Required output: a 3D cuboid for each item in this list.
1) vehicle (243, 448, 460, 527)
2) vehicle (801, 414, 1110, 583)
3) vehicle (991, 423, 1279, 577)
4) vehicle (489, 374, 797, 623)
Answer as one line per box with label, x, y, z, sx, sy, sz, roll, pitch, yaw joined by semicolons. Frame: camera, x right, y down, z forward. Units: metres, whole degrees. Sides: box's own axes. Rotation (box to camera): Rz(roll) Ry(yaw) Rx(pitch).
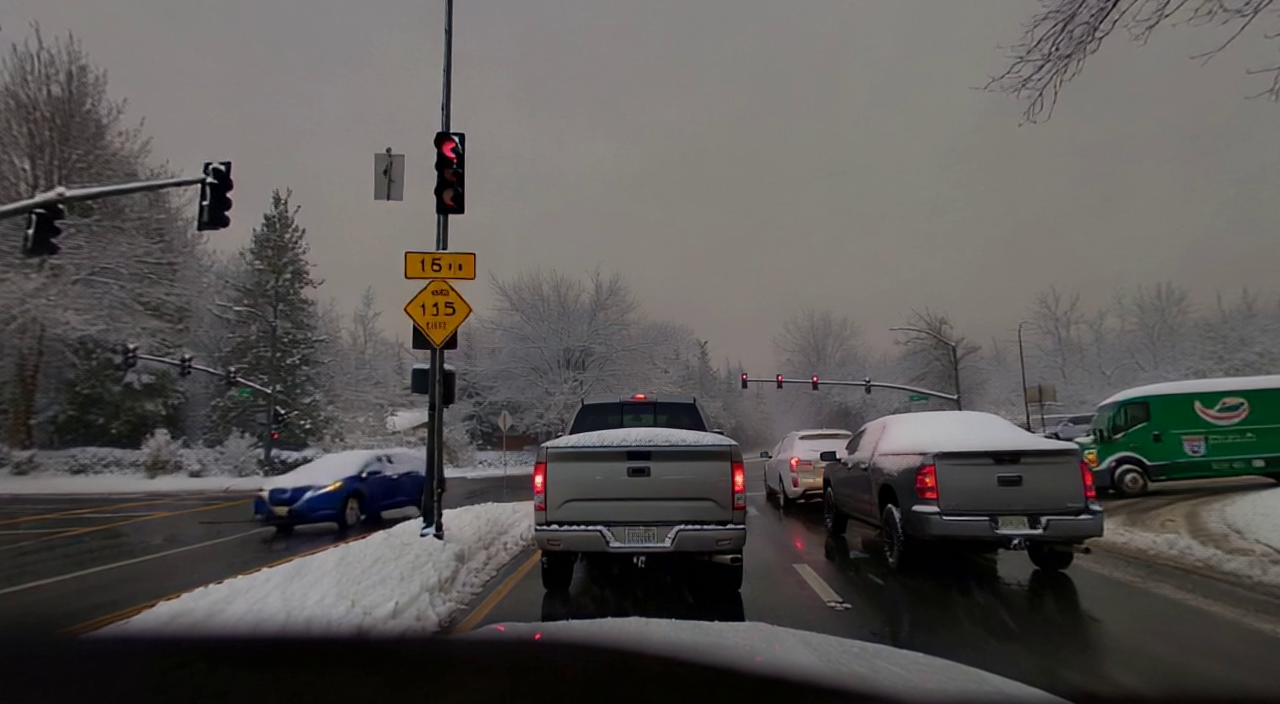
vehicle;-6.805;3.208;15.724;2.410;1.596;4.931;-2;-9;11
vehicle;3.580;1.717;8.186;1.981;1.616;4.006;0;-8;1
vehicle;6.834;1.740;8.271;1.973;1.470;4.228;0;-8;0
vehicle;0.053;1.474;7.346;2.326;1.880;4.964;0;-8;1
